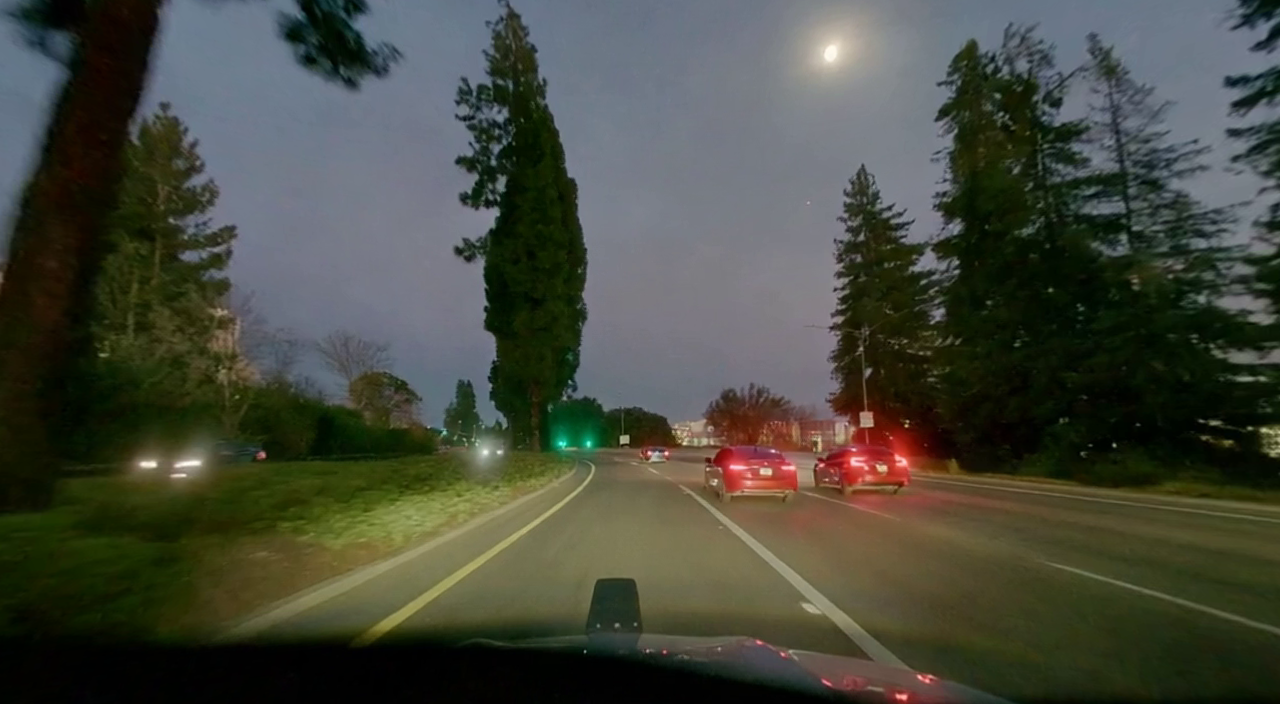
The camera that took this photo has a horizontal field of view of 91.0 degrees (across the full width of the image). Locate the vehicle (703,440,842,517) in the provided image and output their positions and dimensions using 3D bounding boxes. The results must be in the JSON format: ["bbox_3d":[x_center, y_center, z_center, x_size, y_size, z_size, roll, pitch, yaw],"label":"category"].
[{"bbox_3d":[2.807,2.779,14.385,2.077,1.464,4.134,0,-8,-3],"label":"vehicle"}]

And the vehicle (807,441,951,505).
[{"bbox_3d":[6.145,3.141,16.852,1.901,1.474,4.363,1,-9,-4],"label":"vehicle"}]
